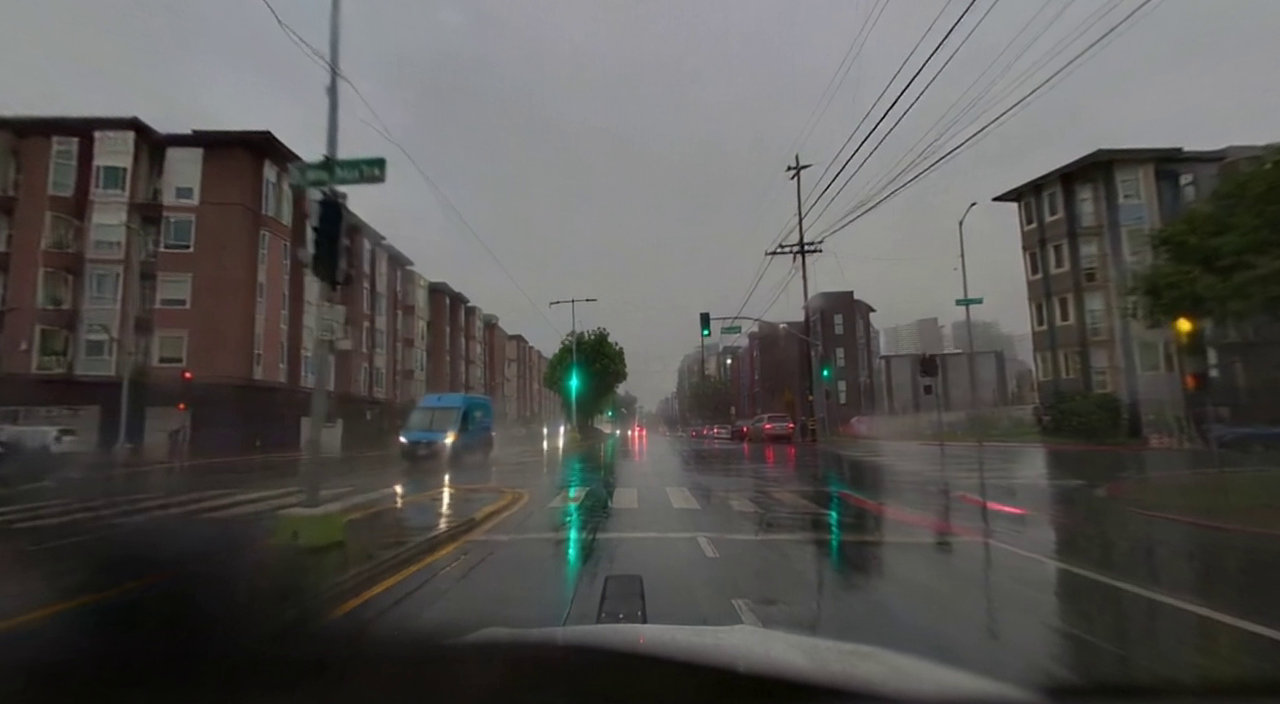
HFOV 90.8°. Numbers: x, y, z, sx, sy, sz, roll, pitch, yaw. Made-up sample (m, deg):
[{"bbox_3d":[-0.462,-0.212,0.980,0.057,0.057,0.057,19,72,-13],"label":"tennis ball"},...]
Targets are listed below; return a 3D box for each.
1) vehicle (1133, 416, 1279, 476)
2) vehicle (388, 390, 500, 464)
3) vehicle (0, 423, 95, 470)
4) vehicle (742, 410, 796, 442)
[{"bbox_3d":[16.364,2.519,17.225,4.210,1.449,1.974,0,-4,0],"label":"vehicle"},{"bbox_3d":[-7.187,2.806,23.963,2.515,2.476,5.364,0,-6,0],"label":"vehicle"},{"bbox_3d":[-26.225,4.030,26.806,4.462,1.732,2.011,-3,-4,0],"label":"vehicle"},{"bbox_3d":[7.240,4.267,35.875,1.996,1.704,4.490,0,-8,-2],"label":"vehicle"}]
